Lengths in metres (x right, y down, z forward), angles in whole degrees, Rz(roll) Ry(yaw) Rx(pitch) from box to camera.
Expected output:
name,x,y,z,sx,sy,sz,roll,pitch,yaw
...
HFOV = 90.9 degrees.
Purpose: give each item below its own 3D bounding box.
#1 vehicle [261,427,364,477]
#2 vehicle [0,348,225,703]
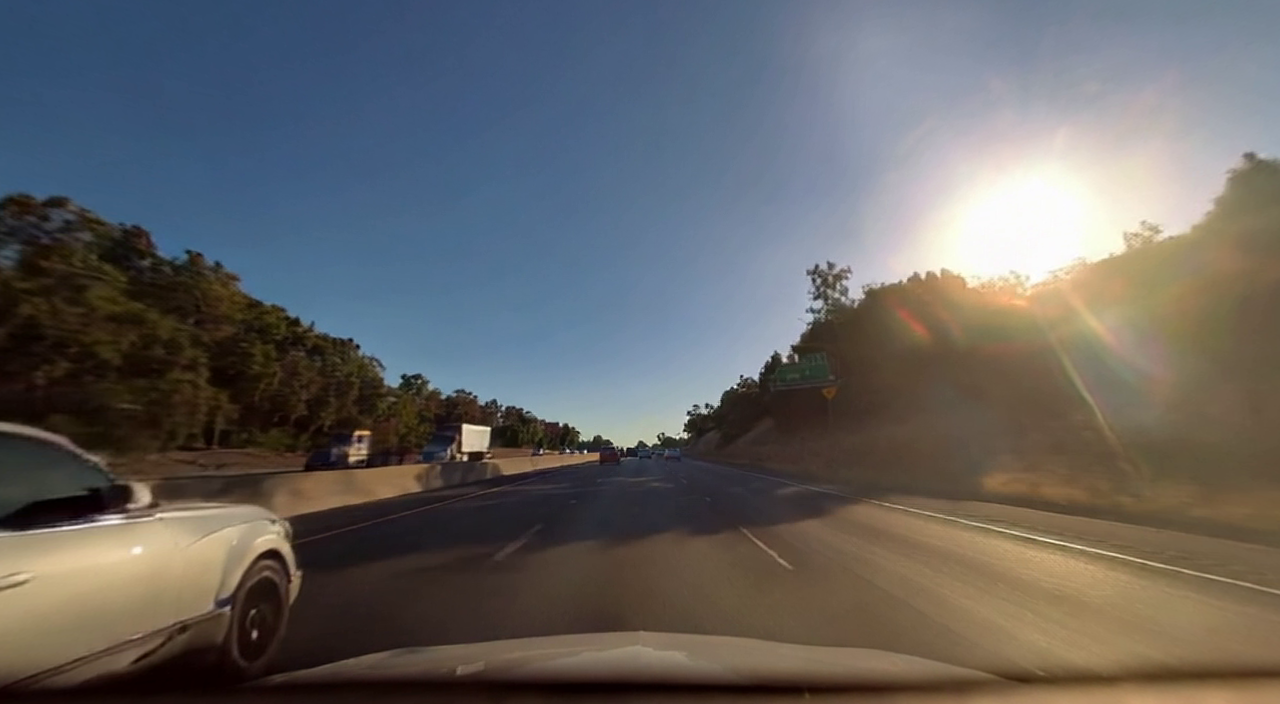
name,x,y,z,sx,sy,sz,roll,pitch,yaw
vehicle,-19.593,6.065,38.274,2.287,2.698,7.092,0,-9,1
vehicle,-3.351,0.679,1.266,2.043,1.689,4.314,0,-9,0
